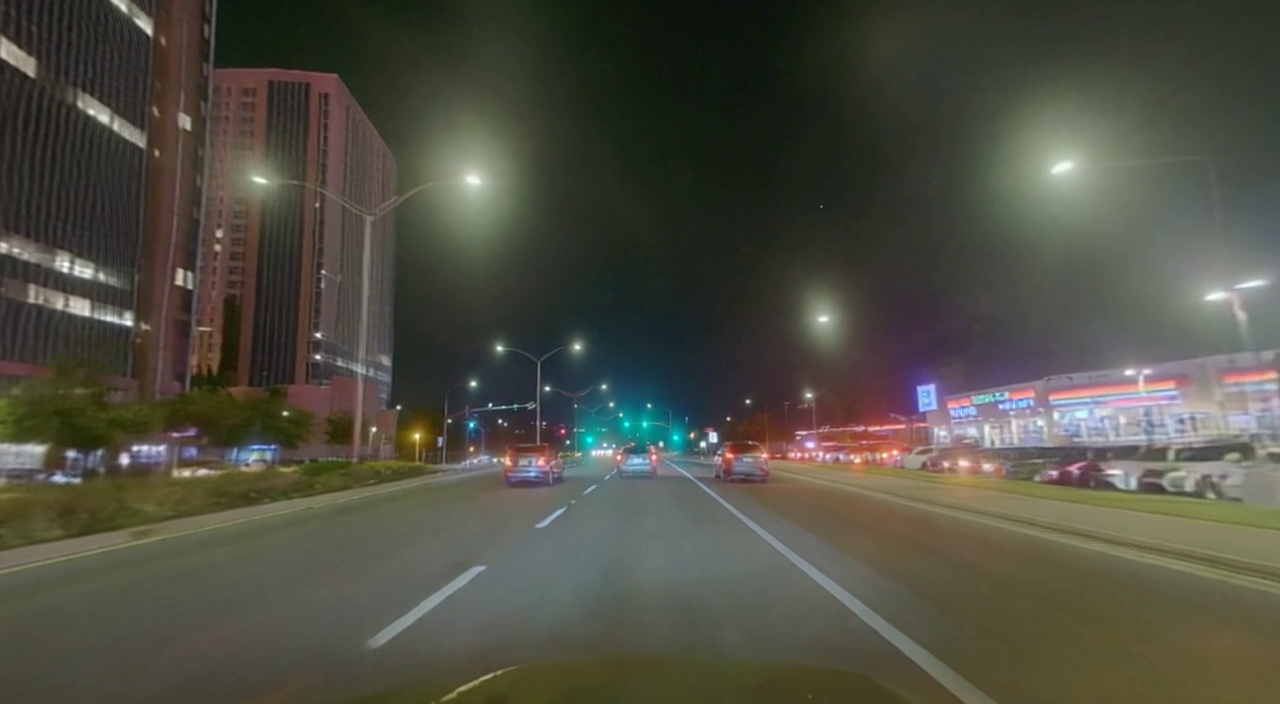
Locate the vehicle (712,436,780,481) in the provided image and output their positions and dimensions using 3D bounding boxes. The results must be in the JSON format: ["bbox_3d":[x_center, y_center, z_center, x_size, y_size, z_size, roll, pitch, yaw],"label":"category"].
[{"bbox_3d":[4.212,4.291,25.705,2.007,1.683,4.171,0,-8,0],"label":"vehicle"}]

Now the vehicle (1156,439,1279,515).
[{"bbox_3d":[13.701,2.653,13.851,4.103,1.434,2.024,4,-9,-27],"label":"vehicle"}]

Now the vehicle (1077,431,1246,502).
[{"bbox_3d":[13.941,2.983,16.823,4.230,1.645,1.998,5,-10,-30],"label":"vehicle"}]

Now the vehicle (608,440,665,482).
[{"bbox_3d":[-0.120,4.206,24.619,2.059,1.477,3.988,0,-8,0],"label":"vehicle"}]

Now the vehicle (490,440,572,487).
[{"bbox_3d":[-3.755,3.947,22.657,2.029,1.482,4.591,0,-8,1],"label":"vehicle"}]
